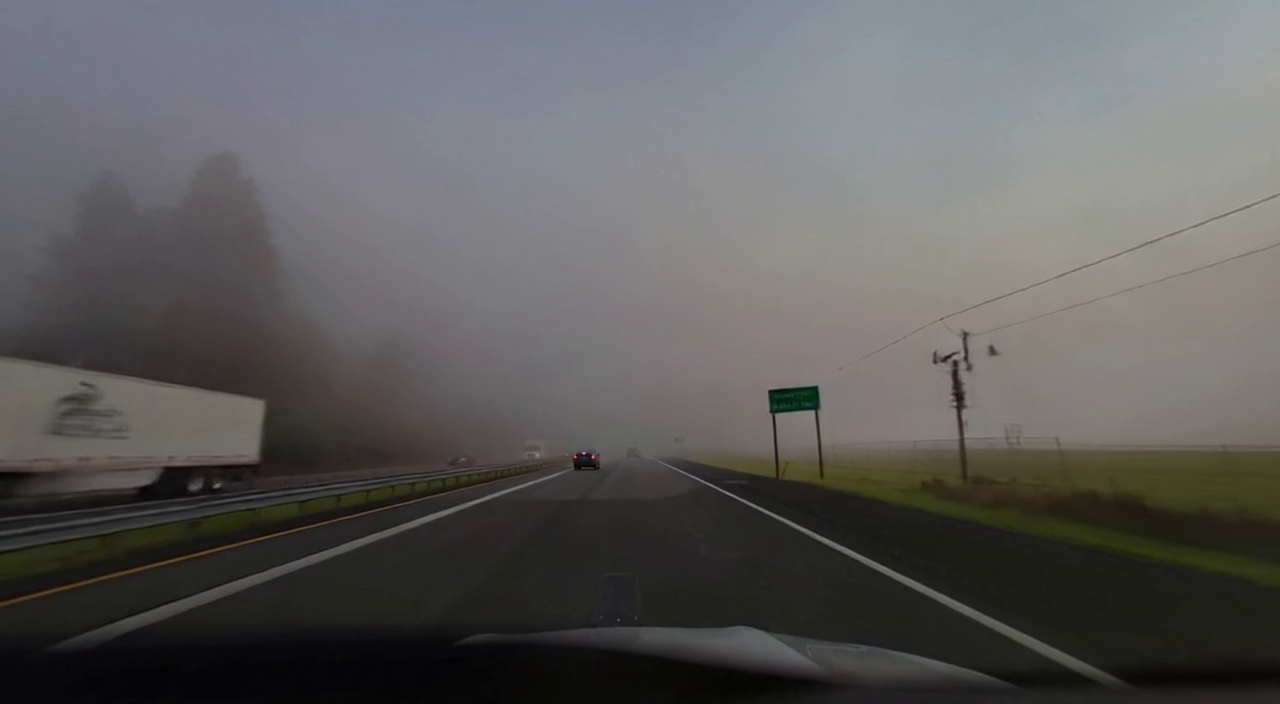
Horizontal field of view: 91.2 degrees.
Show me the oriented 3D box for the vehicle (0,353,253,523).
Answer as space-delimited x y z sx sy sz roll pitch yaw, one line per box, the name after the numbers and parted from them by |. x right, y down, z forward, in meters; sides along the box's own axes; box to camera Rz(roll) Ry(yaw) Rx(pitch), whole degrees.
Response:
-16.929 2.520 17.916 2.879 4.041 14.093 0 -9 -1 | vehicle

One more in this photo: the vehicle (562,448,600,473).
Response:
-3.836 7.150 41.582 2.123 1.545 4.404 0 -9 0 | vehicle
